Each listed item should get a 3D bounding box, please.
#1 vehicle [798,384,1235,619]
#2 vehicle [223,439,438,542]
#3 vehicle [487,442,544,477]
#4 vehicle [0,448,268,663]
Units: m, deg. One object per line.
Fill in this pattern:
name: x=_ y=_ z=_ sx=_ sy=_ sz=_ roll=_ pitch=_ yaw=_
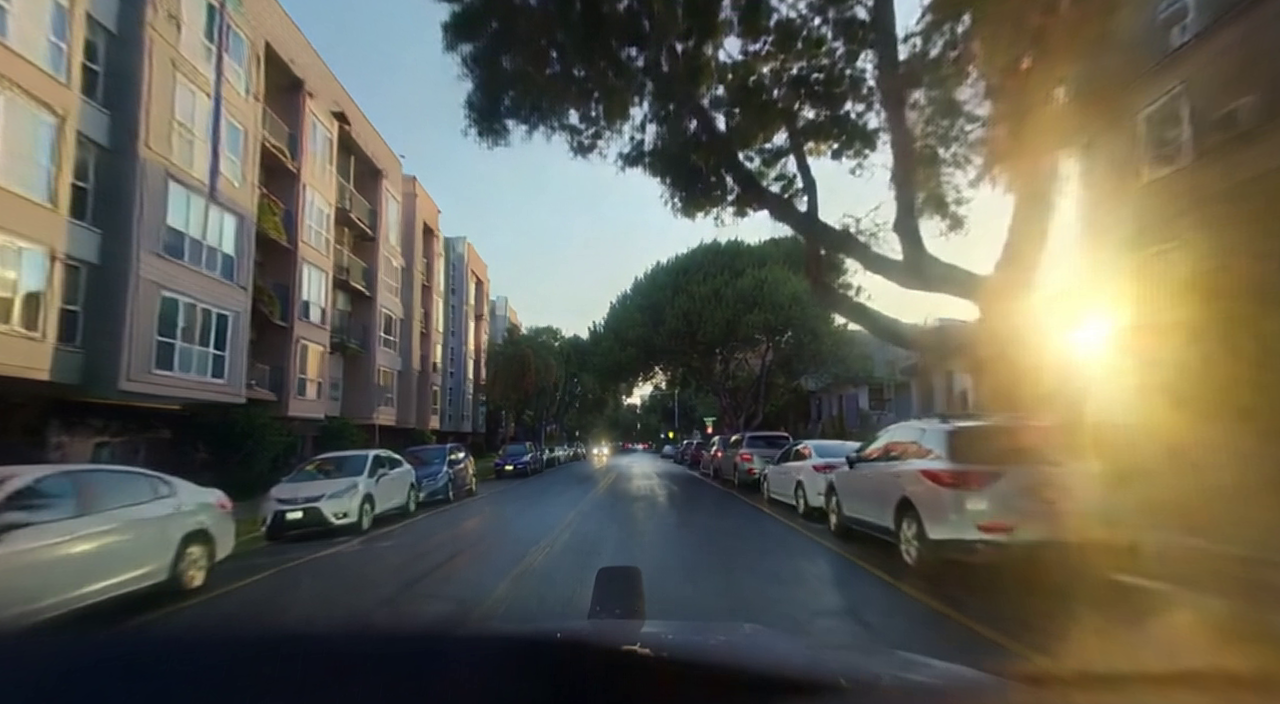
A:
vehicle: x=3.530 y=1.515 z=7.464 sx=1.912 sy=1.781 sz=5.159 roll=0 pitch=-8 yaw=-1
vehicle: x=-5.319 y=2.385 z=11.665 sx=1.711 sy=1.500 sz=4.510 roll=0 pitch=-8 yaw=-1
vehicle: x=-5.589 y=4.872 z=28.936 sx=1.647 sy=1.481 sz=4.433 roll=0 pitch=-8 yaw=1
vehicle: x=-5.106 y=1.469 z=4.913 sx=1.649 sy=1.408 sz=4.665 roll=0 pitch=-8 yaw=-1
